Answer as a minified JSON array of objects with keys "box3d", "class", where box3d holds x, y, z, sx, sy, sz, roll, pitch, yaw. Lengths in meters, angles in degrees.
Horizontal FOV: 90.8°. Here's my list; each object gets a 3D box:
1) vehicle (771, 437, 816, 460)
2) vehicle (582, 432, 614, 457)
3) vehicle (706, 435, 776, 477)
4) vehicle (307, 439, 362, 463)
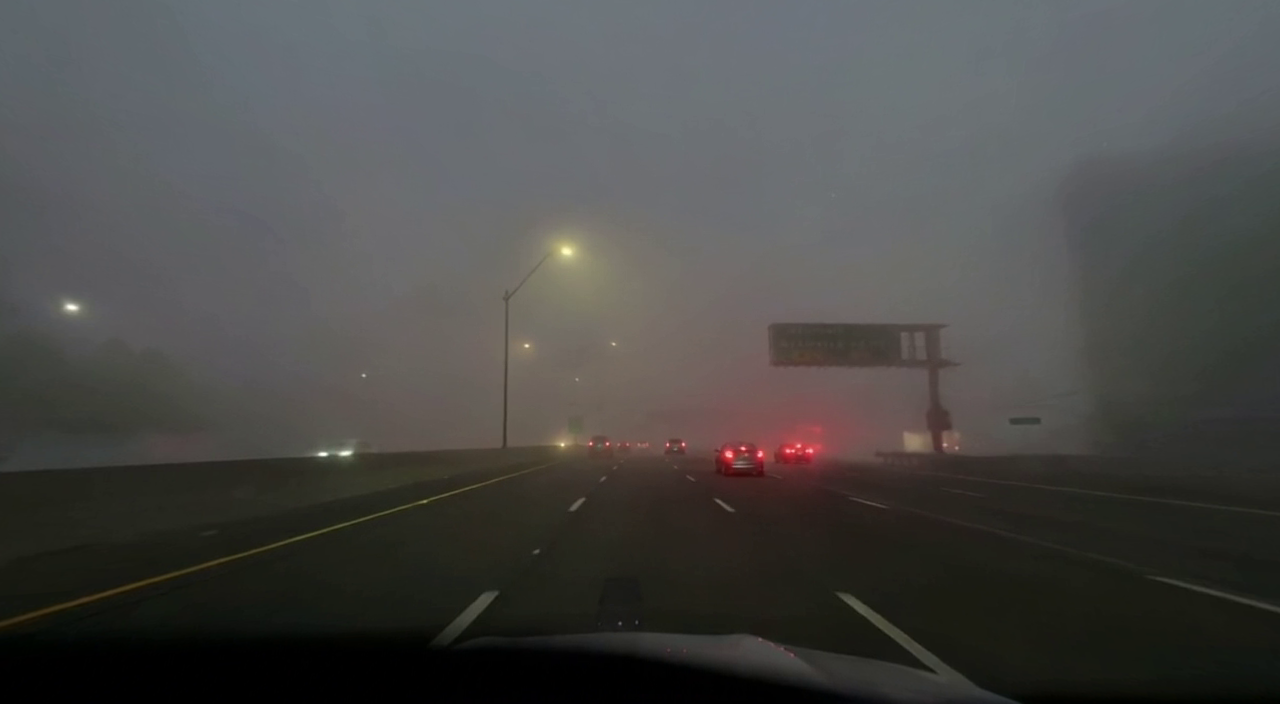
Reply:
[{"box3d":[10.980,6.925,45.488,2.019,1.529,4.385,0,-8,-1],"class":"vehicle"},{"box3d":[-3.106,6.922,47.081,2.072,1.730,4.381,0,-8,0],"class":"vehicle"},{"box3d":[3.797,4.009,24.552,1.961,1.504,4.094,0,-8,-1],"class":"vehicle"},{"box3d":[-21.892,7.095,45.400,1.865,1.631,4.173,0,-8,-1],"class":"vehicle"}]
